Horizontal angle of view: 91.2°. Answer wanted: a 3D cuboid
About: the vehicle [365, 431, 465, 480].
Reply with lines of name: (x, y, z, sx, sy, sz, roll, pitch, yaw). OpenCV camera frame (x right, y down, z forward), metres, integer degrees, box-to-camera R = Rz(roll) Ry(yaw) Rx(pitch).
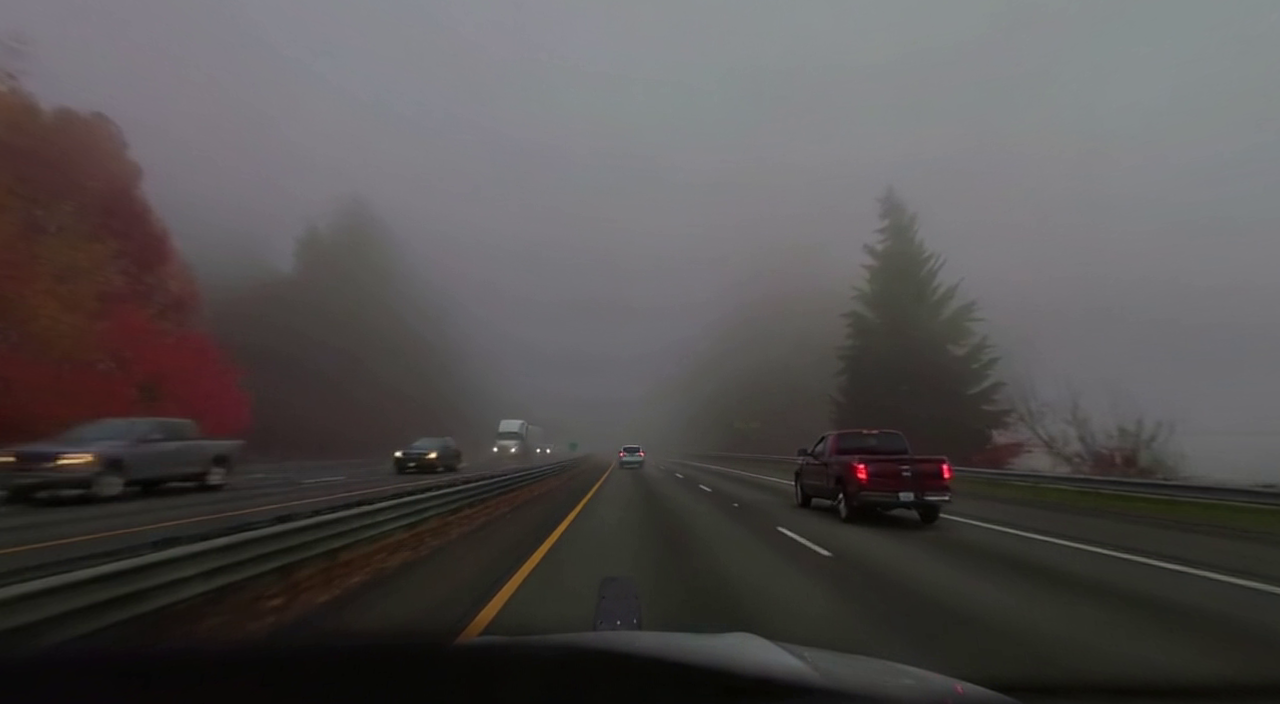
vehicle: (-8.332, 3.871, 23.670, 2.047, 1.628, 4.536, -1, -9, 1)

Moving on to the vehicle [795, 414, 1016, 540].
vehicle: (4.259, 2.073, 10.951, 1.982, 1.745, 4.151, 0, -9, 0)

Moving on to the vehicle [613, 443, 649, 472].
vehicle: (-0.591, 6.681, 39.928, 2.151, 1.693, 4.201, 0, -9, -1)

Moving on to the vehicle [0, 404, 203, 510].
vehicle: (-12.310, 2.248, 13.620, 2.160, 1.890, 4.748, -1, -9, 0)

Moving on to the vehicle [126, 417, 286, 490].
vehicle: (-12.374, 2.914, 18.202, 2.022, 1.882, 3.487, -1, -9, 1)
